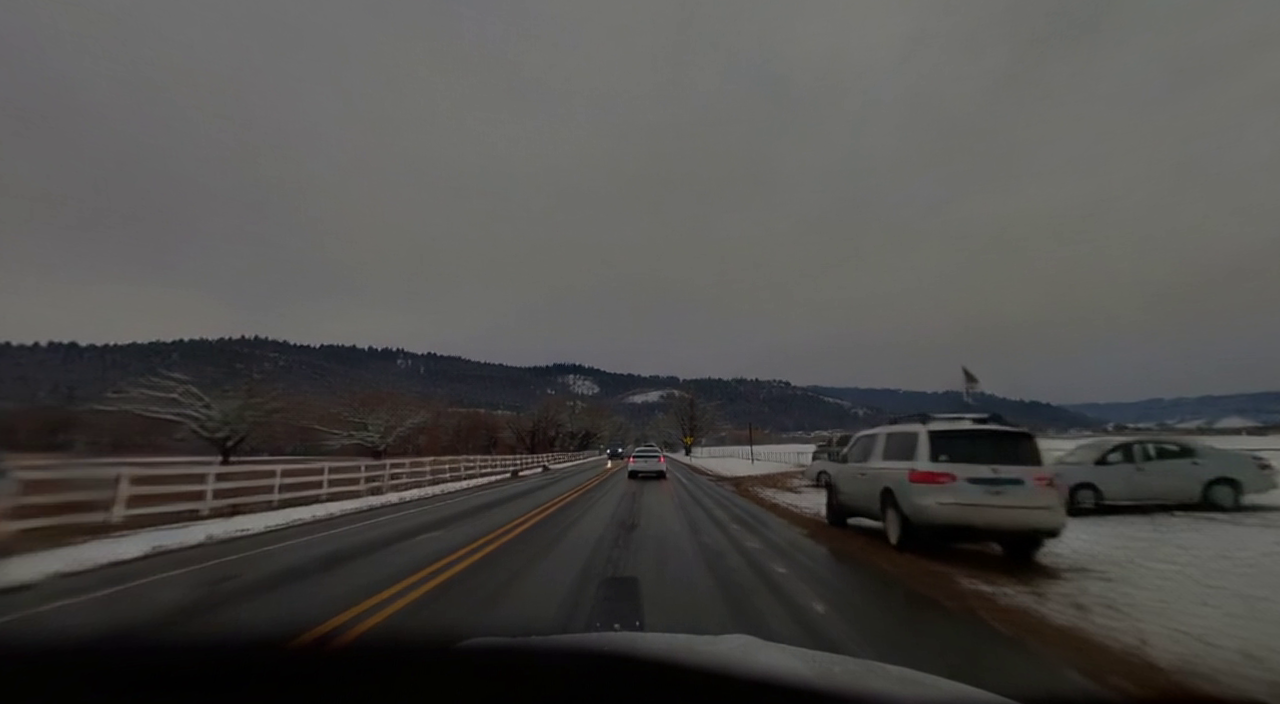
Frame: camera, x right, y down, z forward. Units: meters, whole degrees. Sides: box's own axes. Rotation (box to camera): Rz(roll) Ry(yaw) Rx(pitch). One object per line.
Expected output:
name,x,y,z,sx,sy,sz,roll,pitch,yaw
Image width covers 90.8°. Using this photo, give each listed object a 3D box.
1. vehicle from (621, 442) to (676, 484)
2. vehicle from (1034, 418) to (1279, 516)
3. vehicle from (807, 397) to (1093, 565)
vehicle,0.359,4.742,27.228,2.158,1.669,4.006,0,-9,1
vehicle,10.474,2.173,12.298,1.975,1.545,4.333,3,-9,-20
vehicle,4.397,1.934,10.270,2.348,1.969,5.269,-1,-9,5
